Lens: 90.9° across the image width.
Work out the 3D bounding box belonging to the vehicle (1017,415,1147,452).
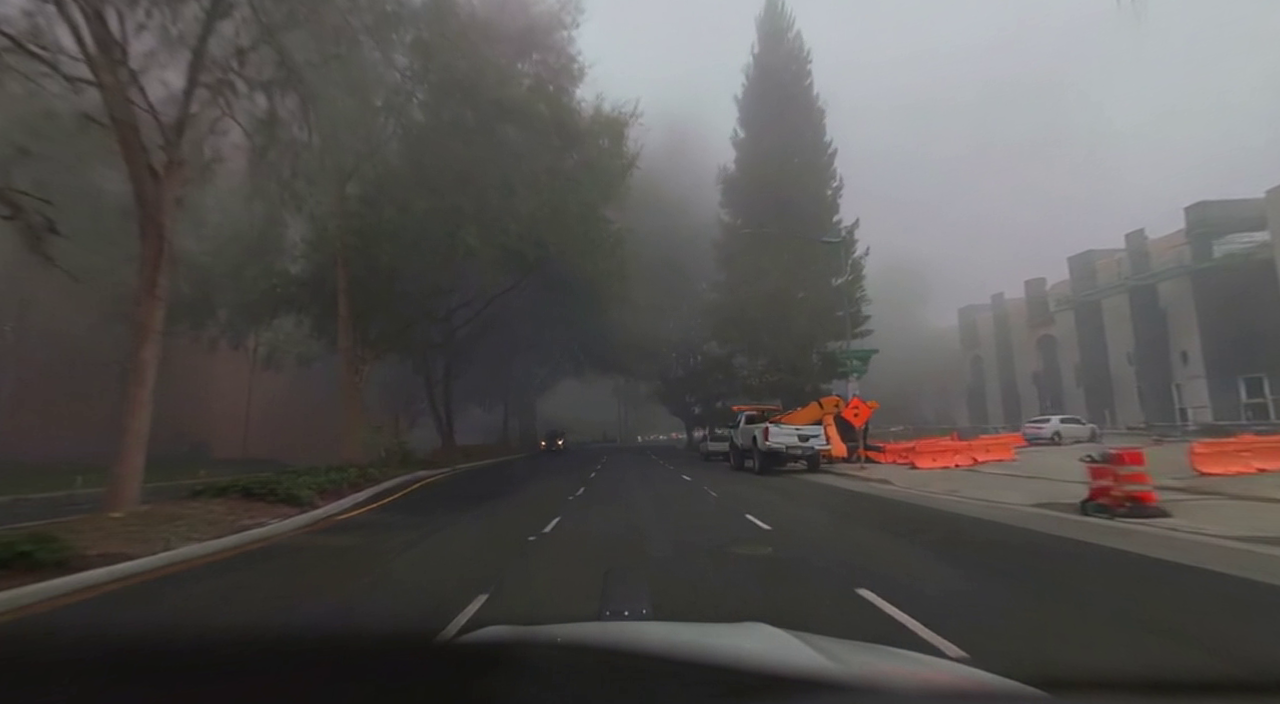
[{"bbox_3d":[25.527,4.788,36.661,2.420,1.790,5.514,0,-8,-34],"label":"vehicle"}]

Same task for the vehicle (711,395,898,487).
[{"bbox_3d":[5.944,3.479,24.520,3.060,2.963,7.552,3,-9,-22],"label":"vehicle"}]
